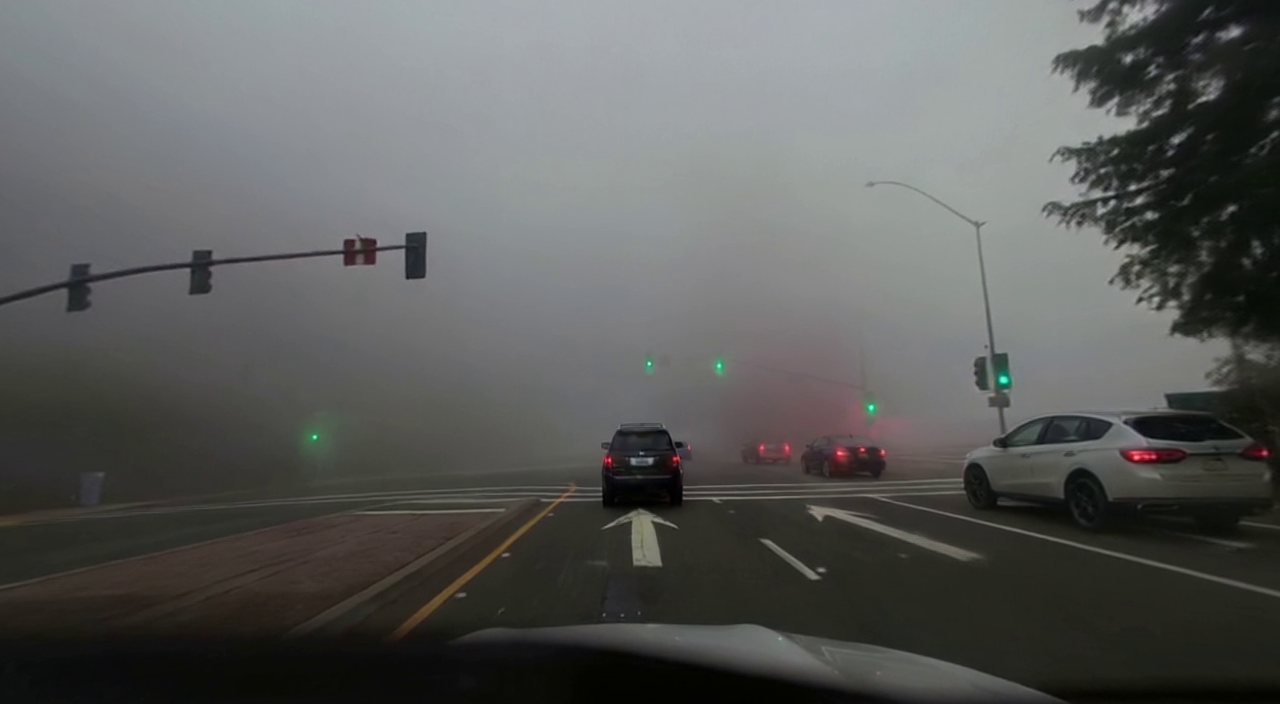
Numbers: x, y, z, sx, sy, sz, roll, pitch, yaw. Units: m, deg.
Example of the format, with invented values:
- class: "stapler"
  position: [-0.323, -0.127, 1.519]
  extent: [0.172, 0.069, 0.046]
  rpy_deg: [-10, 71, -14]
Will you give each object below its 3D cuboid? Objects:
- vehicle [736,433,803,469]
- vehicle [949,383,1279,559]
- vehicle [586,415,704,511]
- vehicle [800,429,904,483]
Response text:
- class: "vehicle"
  position: [6.864, 5.361, 34.165]
  extent: [2.440, 1.775, 4.791]
  rpy_deg: [0, -9, -2]
- class: "vehicle"
  position: [7.127, 1.668, 9.479]
  extent: [2.251, 1.873, 5.346]
  rpy_deg: [0, -9, 0]
- class: "vehicle"
  position: [0.061, 2.527, 14.777]
  extent: [2.353, 1.894, 4.122]
  rpy_deg: [0, -9, -1]
- class: "vehicle"
  position: [7.103, 3.536, 21.664]
  extent: [2.025, 1.642, 4.189]
  rpy_deg: [0, -9, -1]
